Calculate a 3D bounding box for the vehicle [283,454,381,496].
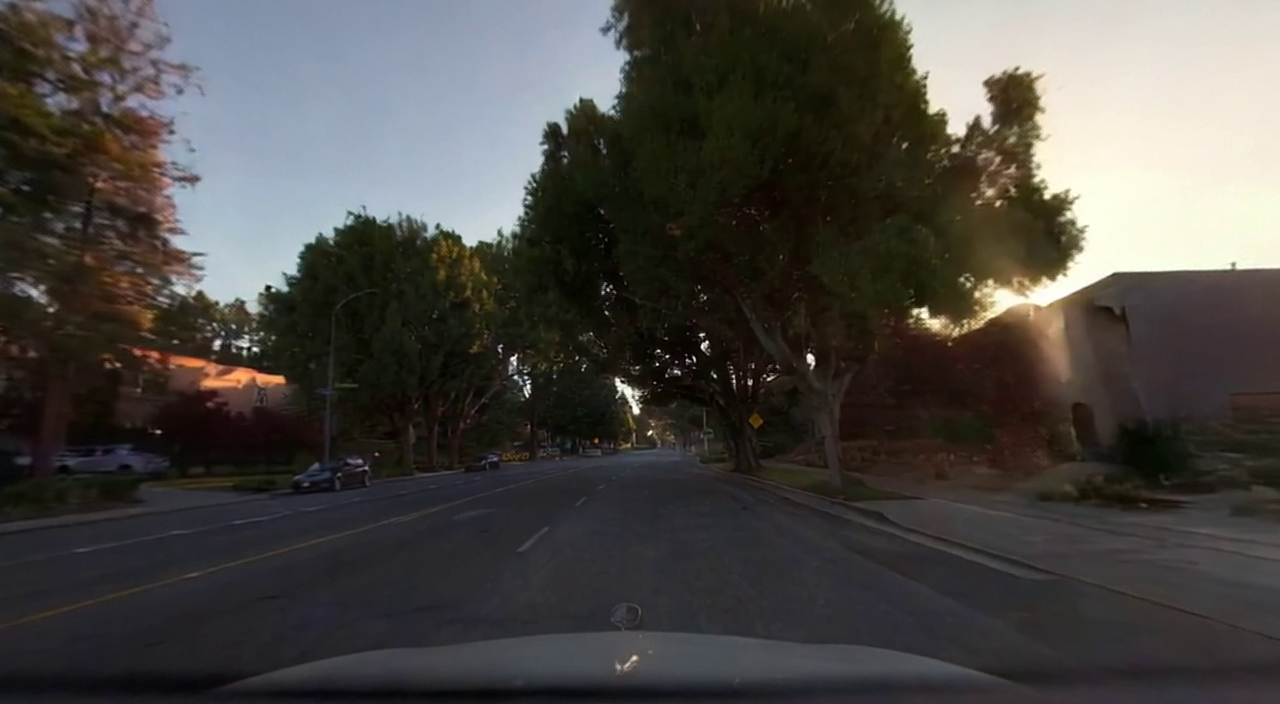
[{"bbox_3d":[-12.995,5.172,26.995,1.859,1.496,4.390,-4,-9,2],"label":"vehicle"}]
